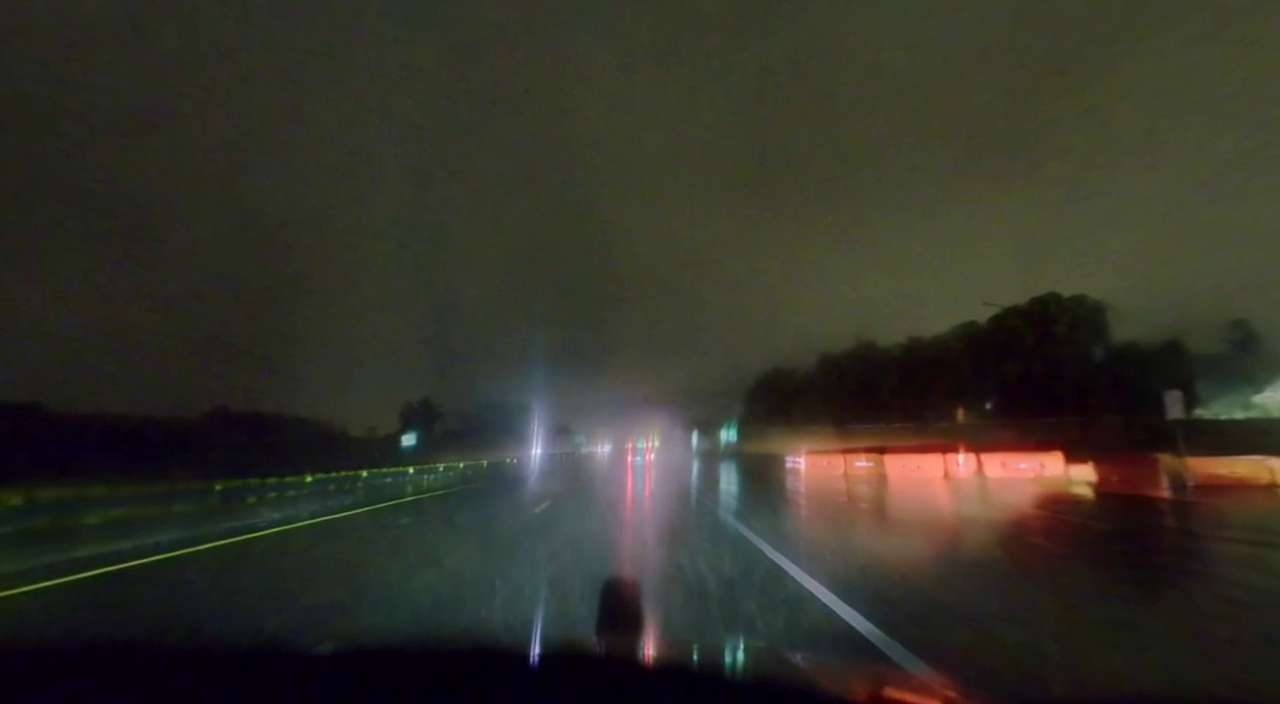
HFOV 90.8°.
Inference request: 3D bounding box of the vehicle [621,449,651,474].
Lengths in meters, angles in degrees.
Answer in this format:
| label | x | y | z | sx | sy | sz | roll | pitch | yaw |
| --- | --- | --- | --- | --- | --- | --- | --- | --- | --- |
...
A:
| label | x | y | z | sx | sy | sz | roll | pitch | yaw |
| --- | --- | --- | --- | --- | --- | --- | --- | --- | --- |
| vehicle | -0.199 | 6.574 | 38.162 | 1.695 | 1.437 | 3.506 | 0 | -9 | 1 |
